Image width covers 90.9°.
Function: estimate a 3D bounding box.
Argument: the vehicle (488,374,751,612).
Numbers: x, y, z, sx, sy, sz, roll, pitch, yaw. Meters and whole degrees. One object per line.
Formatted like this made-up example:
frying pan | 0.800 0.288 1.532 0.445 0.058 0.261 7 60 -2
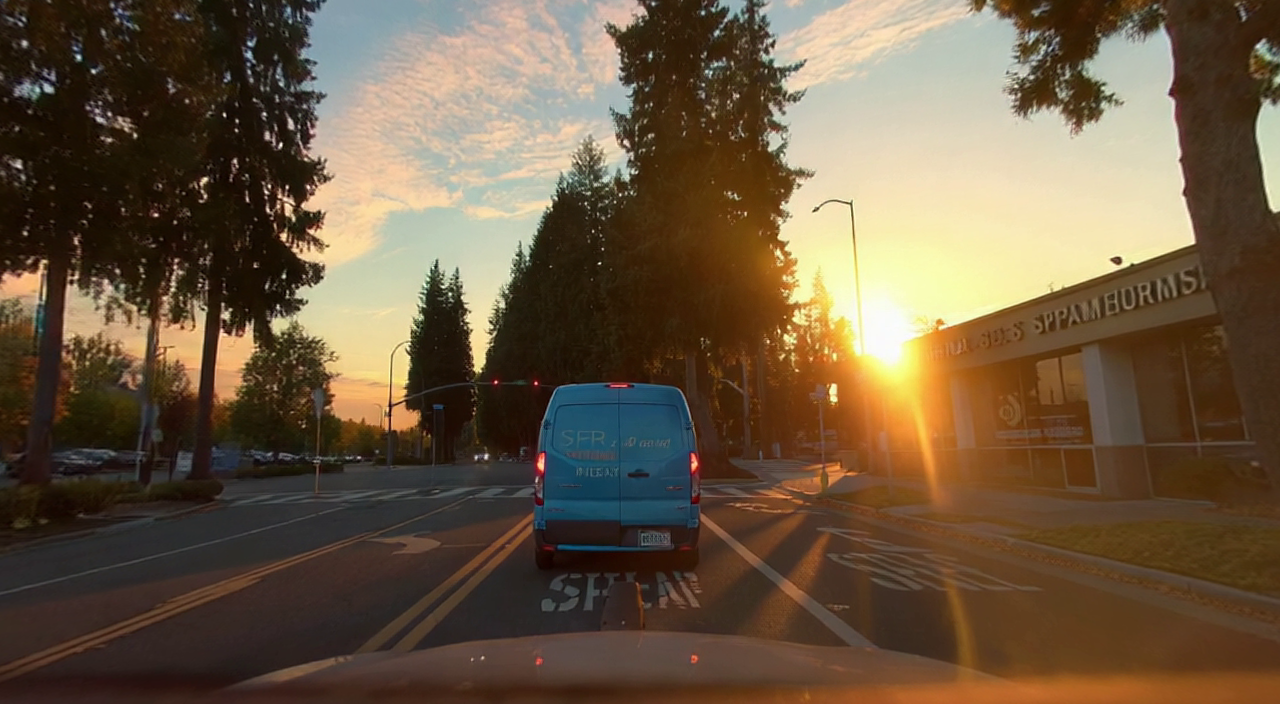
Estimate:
vehicle | -0.296 1.467 7.294 2.181 1.949 3.932 1 -9 -4
